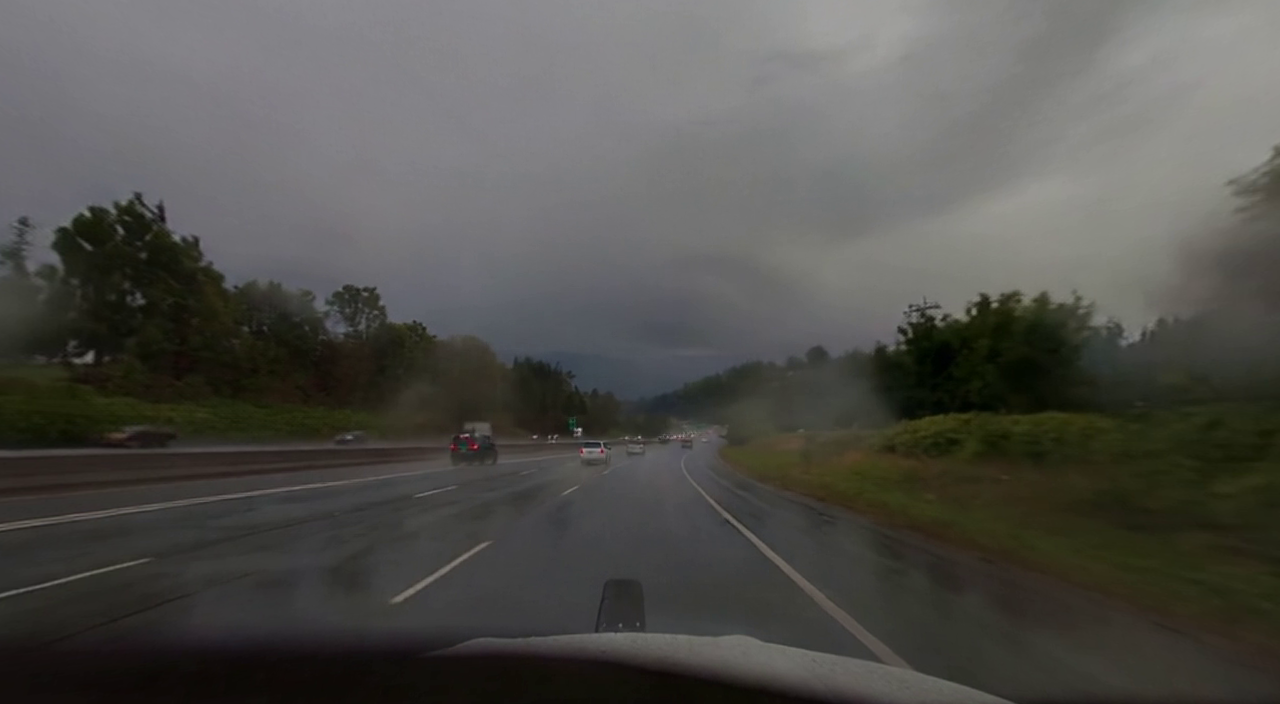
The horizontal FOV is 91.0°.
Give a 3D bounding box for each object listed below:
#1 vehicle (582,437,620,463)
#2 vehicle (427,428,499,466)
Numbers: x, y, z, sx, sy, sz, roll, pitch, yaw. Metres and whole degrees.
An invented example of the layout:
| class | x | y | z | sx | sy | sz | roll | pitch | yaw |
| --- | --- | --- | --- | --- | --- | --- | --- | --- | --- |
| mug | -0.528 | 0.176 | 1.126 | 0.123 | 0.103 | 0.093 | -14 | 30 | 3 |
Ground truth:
| class | x | y | z | sx | sy | sz | roll | pitch | yaw |
| --- | --- | --- | --- | --- | --- | --- | --- | --- | --- |
| vehicle | -2.562 | 6.627 | 42.600 | 2.035 | 1.673 | 4.469 | 0 | -9 | 4 |
| vehicle | -10.050 | 5.483 | 36.332 | 2.264 | 1.980 | 5.574 | 0 | -9 | 3 |
